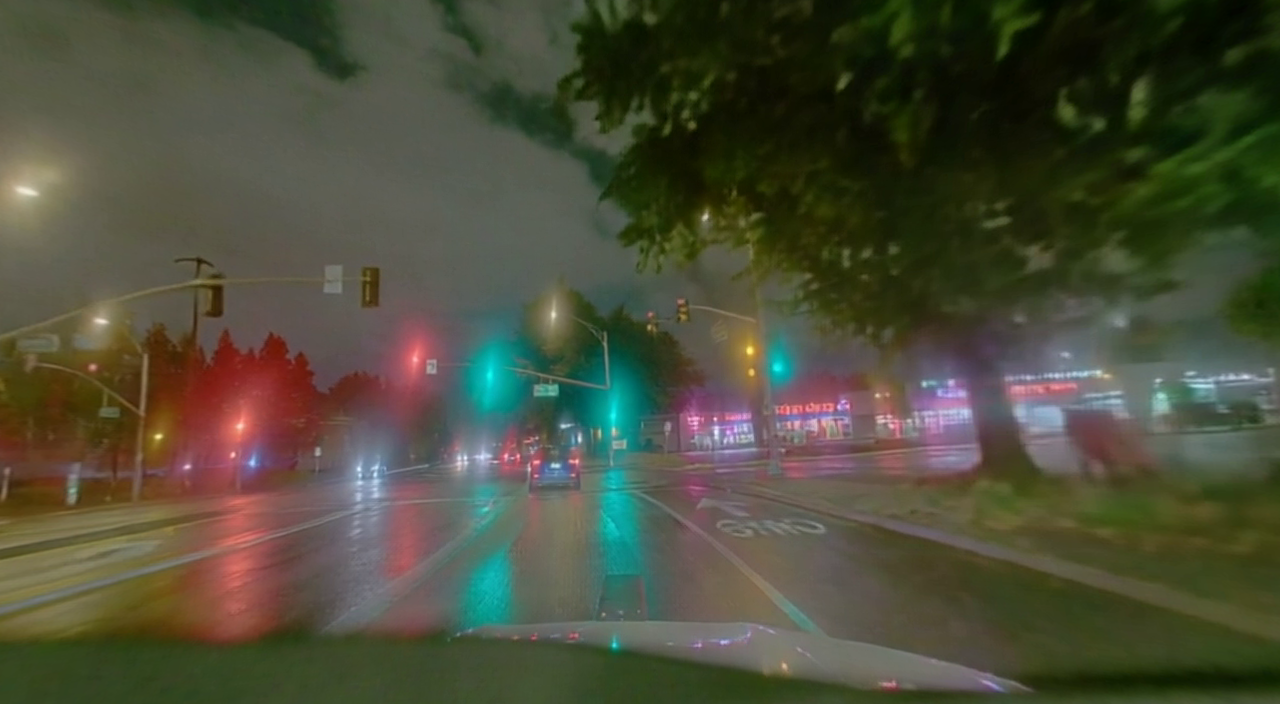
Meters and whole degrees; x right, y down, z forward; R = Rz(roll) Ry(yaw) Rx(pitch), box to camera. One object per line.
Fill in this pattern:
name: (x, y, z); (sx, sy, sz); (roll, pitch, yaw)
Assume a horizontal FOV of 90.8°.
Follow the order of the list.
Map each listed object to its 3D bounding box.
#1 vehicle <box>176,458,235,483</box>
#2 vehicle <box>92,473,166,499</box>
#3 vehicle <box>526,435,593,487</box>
vehicle: (-32.476, 8.868, 47.364); (2.142, 1.671, 4.083); (1, -8, -11)
vehicle: (-35.861, 9.396, 44.481); (2.004, 1.479, 4.230); (1, -8, -7)
vehicle: (-3.085, 4.010, 23.524); (2.227, 1.733, 3.930); (1, -8, -11)
